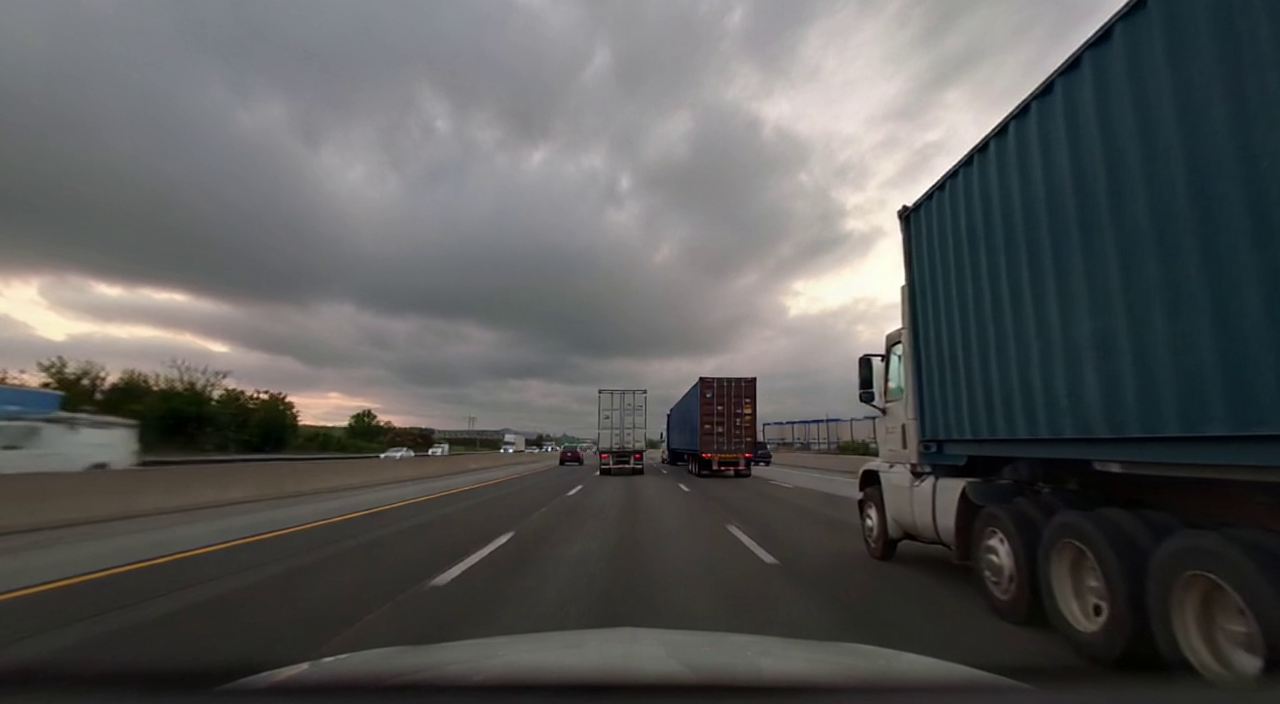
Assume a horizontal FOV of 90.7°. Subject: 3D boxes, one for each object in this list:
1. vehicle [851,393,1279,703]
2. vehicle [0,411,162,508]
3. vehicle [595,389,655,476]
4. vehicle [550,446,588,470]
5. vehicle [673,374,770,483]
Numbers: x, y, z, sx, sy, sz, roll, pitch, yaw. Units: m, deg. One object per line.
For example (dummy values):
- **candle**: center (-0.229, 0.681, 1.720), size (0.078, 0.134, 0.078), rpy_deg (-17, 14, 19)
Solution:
- **vehicle**: center (3.149, 1.169, 4.057), size (2.073, 1.474, 4.320), rpy_deg (0, -9, 0)
- **vehicle**: center (-12.917, 2.149, 12.705), size (2.179, 1.779, 5.632), rpy_deg (0, -9, 0)
- **vehicle**: center (-0.824, 4.692, 35.965), size (2.841, 4.071, 12.046), rpy_deg (0, -8, -1)
- **vehicle**: center (-4.721, 7.134, 42.875), size (2.138, 1.478, 4.641), rpy_deg (0, -9, -1)
- **vehicle**: center (3.392, 3.826, 30.324), size (2.803, 4.072, 12.744), rpy_deg (0, -9, -1)
